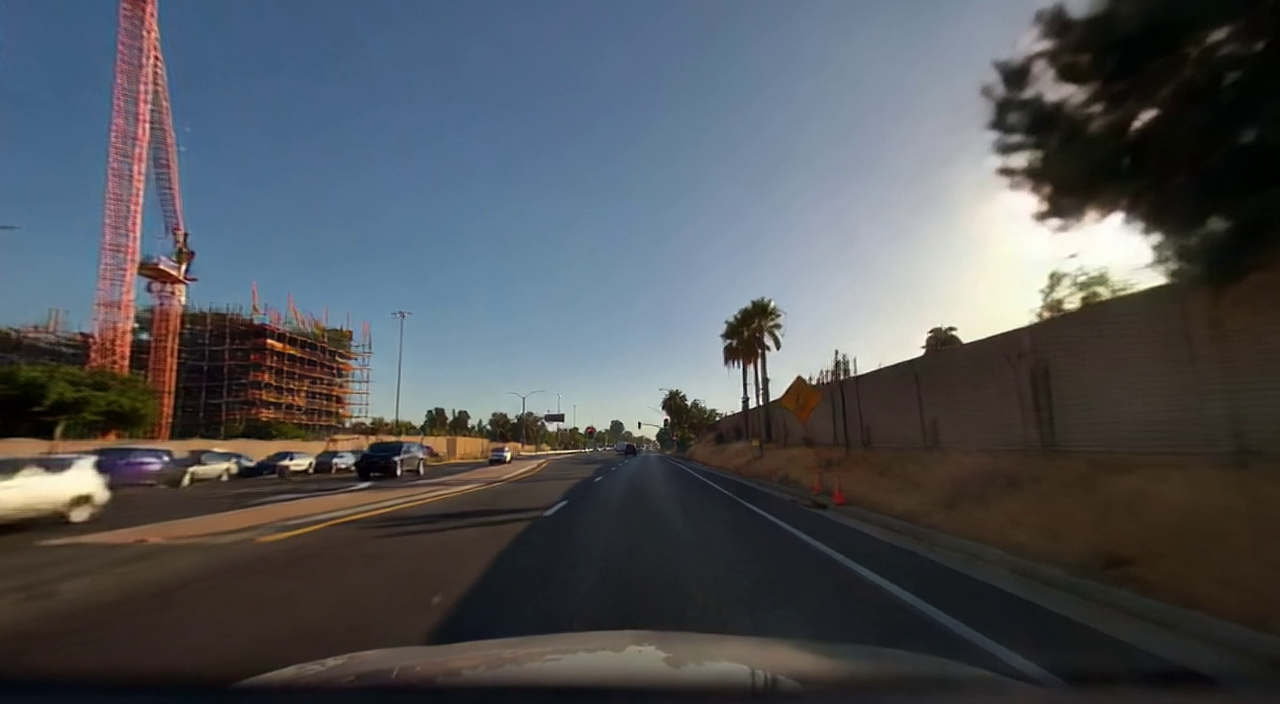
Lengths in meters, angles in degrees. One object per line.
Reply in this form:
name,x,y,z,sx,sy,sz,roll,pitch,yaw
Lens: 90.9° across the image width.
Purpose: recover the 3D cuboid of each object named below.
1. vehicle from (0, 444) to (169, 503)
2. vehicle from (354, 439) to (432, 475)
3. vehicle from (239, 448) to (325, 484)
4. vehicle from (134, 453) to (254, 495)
vehicle,-19.551,4.133,22.009,2.378,1.783,4.912,0,-8,0
vehicle,-16.104,6.870,41.581,2.601,2.118,6.071,0,-8,1
vehicle,-19.332,6.152,34.359,1.985,1.625,4.749,-2,-7,-1
vehicle,-19.355,5.269,27.693,1.836,1.418,4.956,-2,-7,-2
